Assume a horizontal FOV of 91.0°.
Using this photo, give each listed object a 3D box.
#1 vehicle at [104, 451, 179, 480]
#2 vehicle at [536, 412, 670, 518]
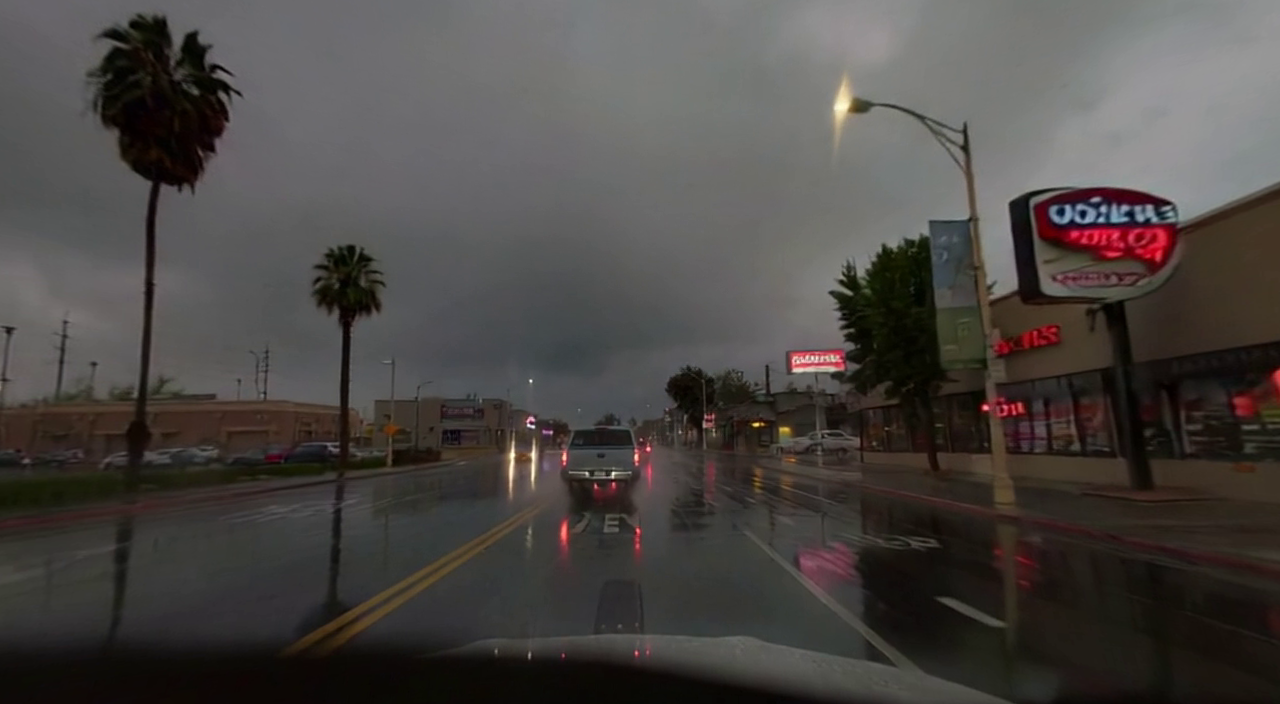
[{"bbox_3d":[-29.185,6.617,37.011,2.172,1.504,4.669,3,-9,-23],"label":"vehicle"},{"bbox_3d":[-0.655,2.203,12.696,2.239,1.763,4.096,0,-8,-1],"label":"vehicle"}]
